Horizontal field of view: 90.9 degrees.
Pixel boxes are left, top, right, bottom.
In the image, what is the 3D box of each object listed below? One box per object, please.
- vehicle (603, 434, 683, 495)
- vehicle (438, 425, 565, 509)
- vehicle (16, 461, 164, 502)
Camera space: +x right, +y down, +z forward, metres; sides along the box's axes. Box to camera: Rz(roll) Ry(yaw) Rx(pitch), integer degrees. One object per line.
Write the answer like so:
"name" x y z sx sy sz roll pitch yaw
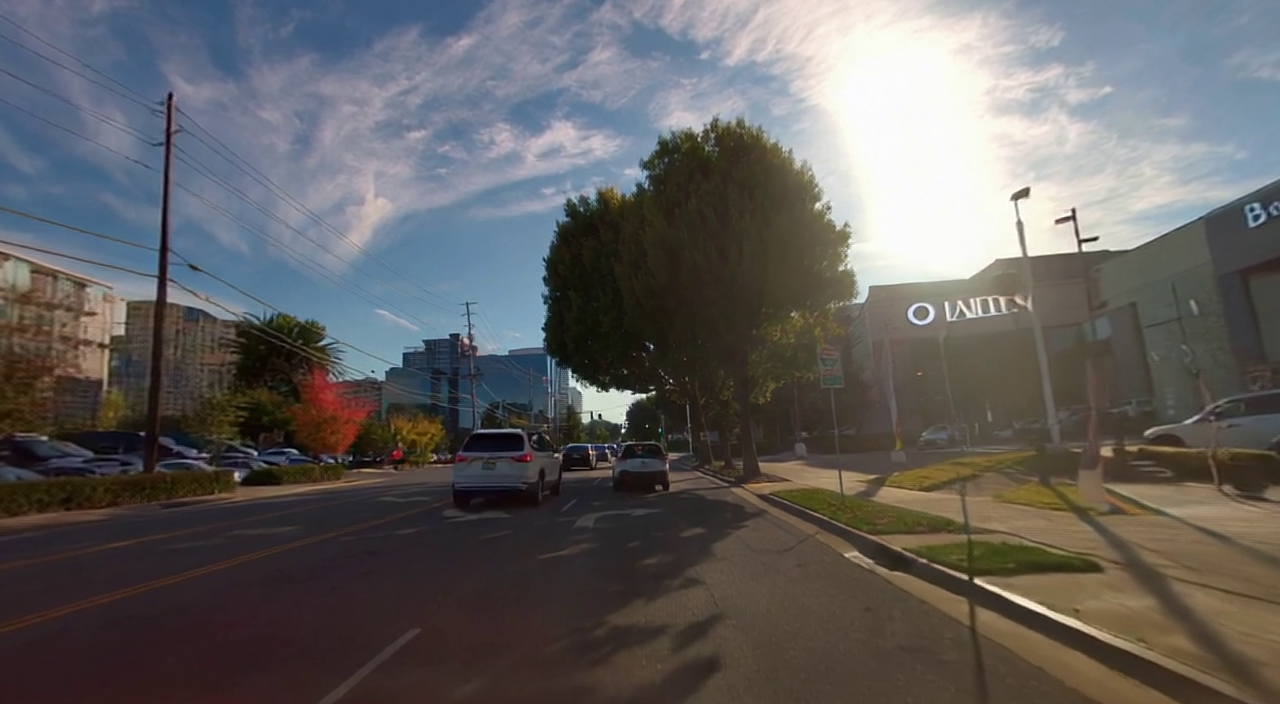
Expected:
"vehicle" 0.090 3.294 18.821 2.108 1.612 4.246 0 -8 0
"vehicle" -3.426 2.960 16.777 2.064 1.859 5.154 0 -8 1
"vehicle" -23.184 5.450 26.871 1.862 1.468 4.708 0 -9 3
